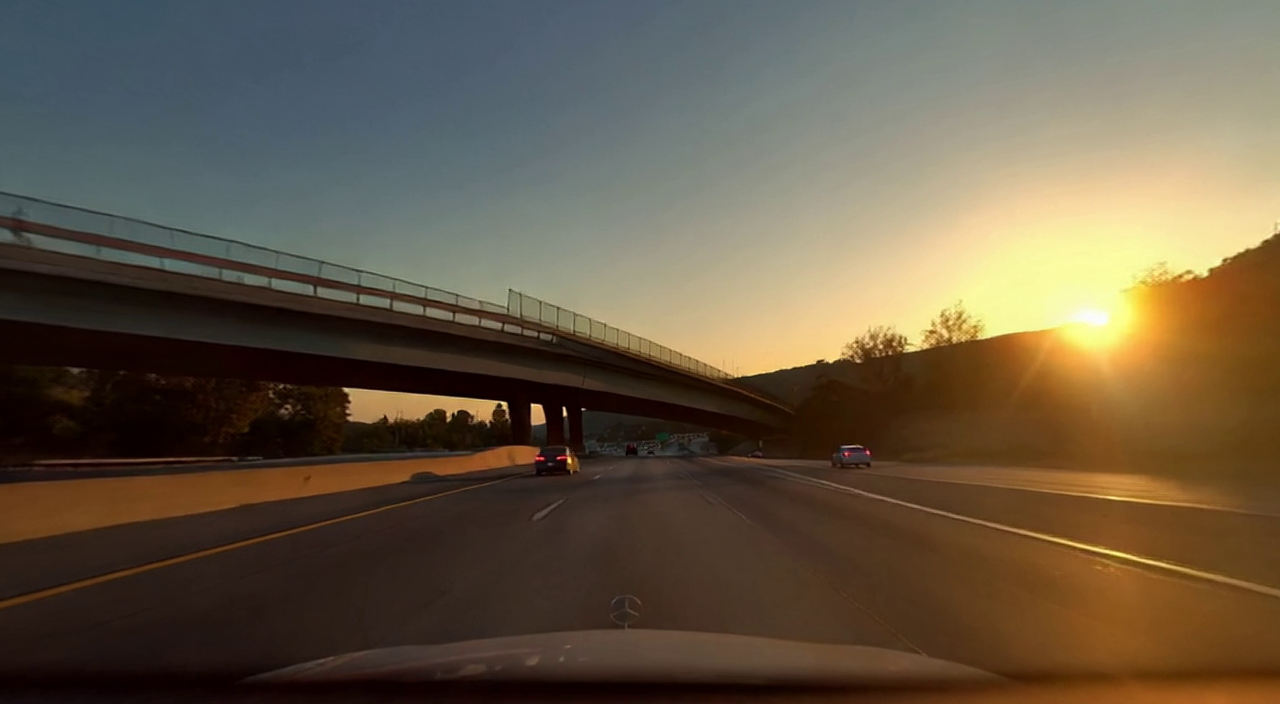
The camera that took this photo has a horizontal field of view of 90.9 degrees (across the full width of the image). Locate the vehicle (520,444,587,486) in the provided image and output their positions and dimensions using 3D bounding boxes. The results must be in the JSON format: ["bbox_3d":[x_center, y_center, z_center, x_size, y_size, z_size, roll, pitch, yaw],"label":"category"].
[{"bbox_3d":[-3.310,4.393,24.846,1.968,1.504,3.892,0,-8,2],"label":"vehicle"}]
